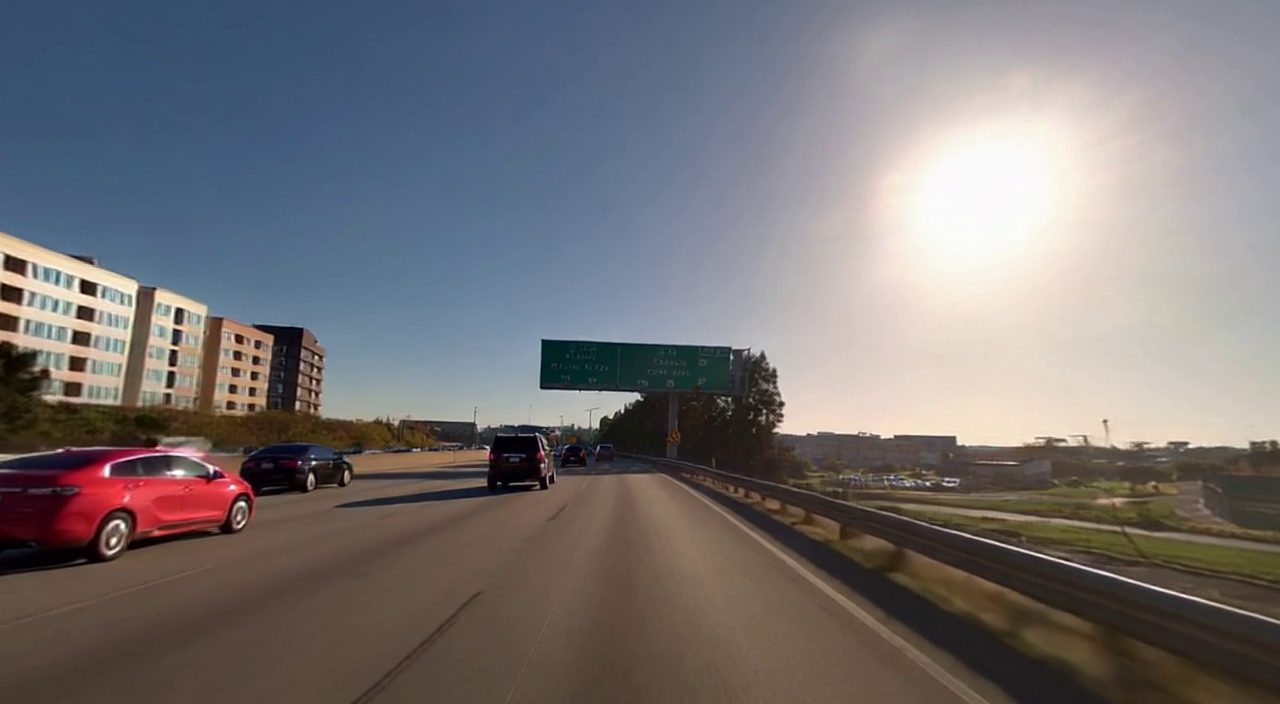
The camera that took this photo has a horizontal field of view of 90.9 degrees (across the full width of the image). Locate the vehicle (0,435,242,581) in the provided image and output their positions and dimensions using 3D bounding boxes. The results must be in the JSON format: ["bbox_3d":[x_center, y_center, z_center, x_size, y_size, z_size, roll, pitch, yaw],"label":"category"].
[{"bbox_3d":[-7.272,1.879,8.335,1.796,1.509,3.393,0,-8,-1],"label":"vehicle"}]

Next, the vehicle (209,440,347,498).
[{"bbox_3d":[-11.632,3.755,20.695,1.919,1.665,4.394,0,-8,-1],"label":"vehicle"}]

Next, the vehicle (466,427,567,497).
[{"bbox_3d":[-3.870,3.552,20.838,2.301,1.985,5.247,0,-8,0],"label":"vehicle"}]

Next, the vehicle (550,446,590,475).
[{"bbox_3d":[-4.051,6.340,37.121,1.955,1.614,3.817,0,-8,-1],"label":"vehicle"}]
